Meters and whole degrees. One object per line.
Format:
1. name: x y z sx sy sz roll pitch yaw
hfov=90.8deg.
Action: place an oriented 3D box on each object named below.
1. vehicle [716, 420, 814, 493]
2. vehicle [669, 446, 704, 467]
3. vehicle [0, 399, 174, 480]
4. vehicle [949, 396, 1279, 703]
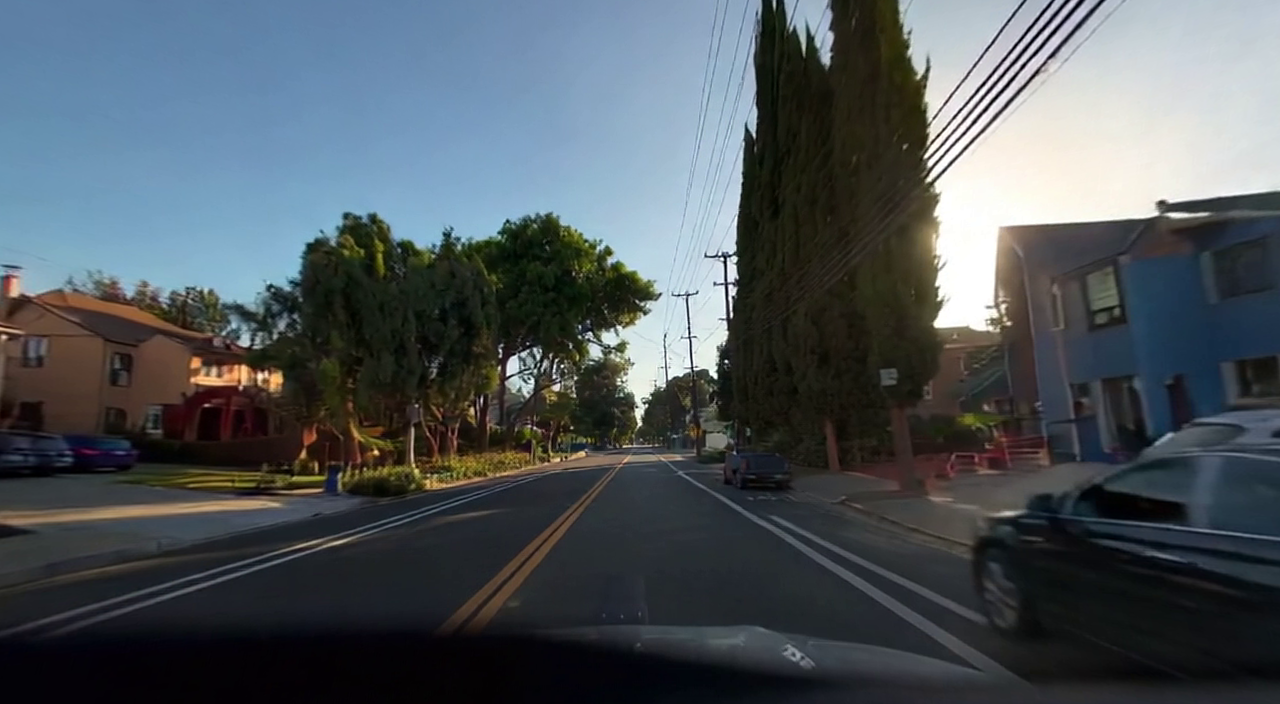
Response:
1. vehicle: 3.795 3.282 20.146 2.088 2.019 4.802 0 -8 0
2. vehicle: 3.447 7.839 47.796 2.191 1.494 4.957 0 -8 0
3. vehicle: -21.332 2.992 21.540 2.970 2.515 10.445 -2 -7 0
4. vehicle: 3.551 0.982 2.796 1.979 1.524 4.602 0 -8 -1
